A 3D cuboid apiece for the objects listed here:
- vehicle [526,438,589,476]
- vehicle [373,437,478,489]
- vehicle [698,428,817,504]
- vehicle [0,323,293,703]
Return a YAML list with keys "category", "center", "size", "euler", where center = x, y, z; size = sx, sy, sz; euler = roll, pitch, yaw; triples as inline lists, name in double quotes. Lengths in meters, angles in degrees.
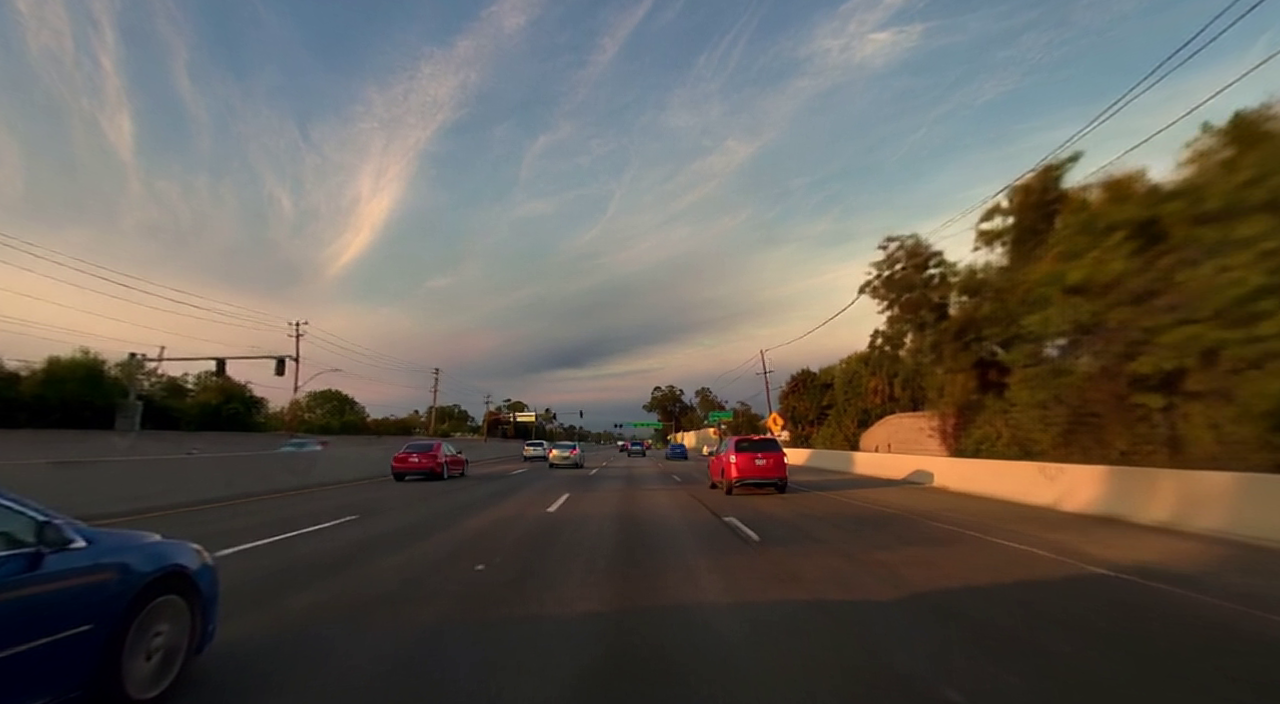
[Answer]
- category: "vehicle"
  center: [-3.441, 4.480, 27.240]
  size: [2.066, 1.488, 4.377]
  euler: [0, -8, 1]
- category: "vehicle"
  center: [-6.682, 3.489, 20.207]
  size: [1.903, 1.482, 4.180]
  euler: [0, -8, 0]
- category: "vehicle"
  center: [2.800, 2.837, 16.164]
  size: [2.100, 1.659, 4.387]
  euler: [0, -8, -1]
- category: "vehicle"
  center: [-3.229, 0.710, 1.769]
  size: [2.104, 1.707, 4.338]
  euler: [0, -8, -1]
